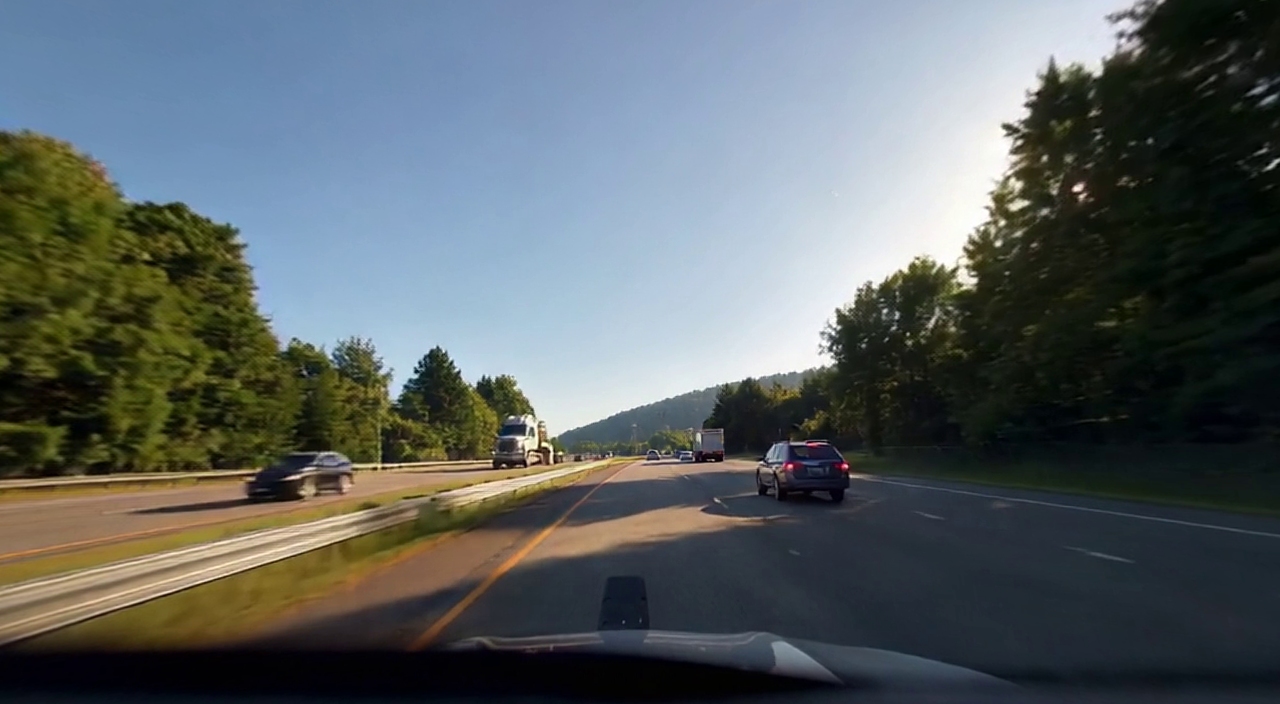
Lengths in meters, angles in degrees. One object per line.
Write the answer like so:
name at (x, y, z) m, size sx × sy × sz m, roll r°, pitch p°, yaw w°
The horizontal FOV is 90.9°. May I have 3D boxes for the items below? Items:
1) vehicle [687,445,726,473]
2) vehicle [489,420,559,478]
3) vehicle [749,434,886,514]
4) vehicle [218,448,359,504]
vehicle at (4.244, 6.883, 40.704) m, size 2.022 × 1.658 × 4.132 m, roll 0°, pitch -9°, yaw 0°
vehicle at (-7.565, 6.508, 42.350) m, size 3.011 × 3.465 × 8.510 m, roll 0°, pitch -9°, yaw 1°
vehicle at (3.981, 2.810, 14.925) m, size 2.005 × 1.604 × 4.002 m, roll 0°, pitch -9°, yaw -1°
vehicle at (-12.668, 4.469, 23.245) m, size 2.143 × 1.787 × 5.264 m, roll 0°, pitch -9°, yaw 0°
